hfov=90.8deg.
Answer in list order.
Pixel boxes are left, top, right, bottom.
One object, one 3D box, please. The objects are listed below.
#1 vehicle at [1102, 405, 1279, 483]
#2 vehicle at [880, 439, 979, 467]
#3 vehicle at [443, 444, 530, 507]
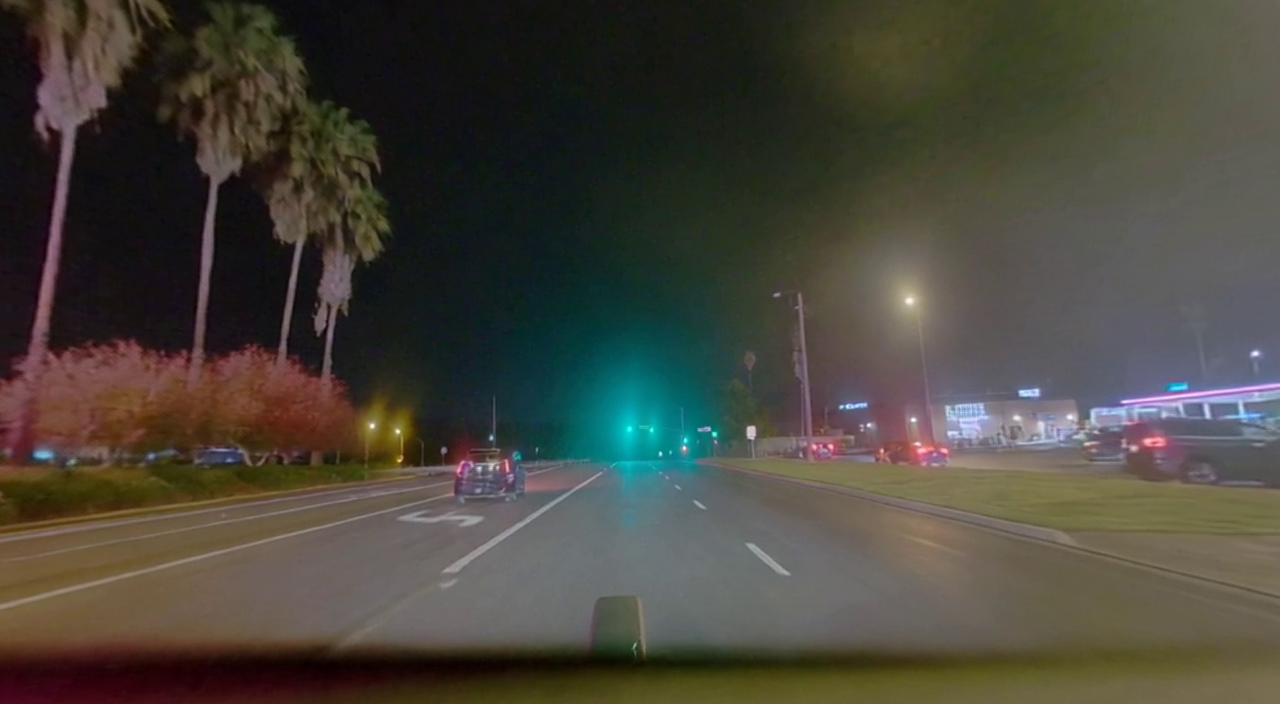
[{"bbox_3d":[14.375,2.183,14.984,5.317,1.700,1.901,0,-8,-1],"label":"vehicle"},{"bbox_3d":[16.193,5.665,35.492,4.549,1.492,1.981,0,-8,3],"label":"vehicle"},{"bbox_3d":[-4.371,3.416,18.150,2.073,1.525,4.809,2,-9,-13],"label":"vehicle"}]
